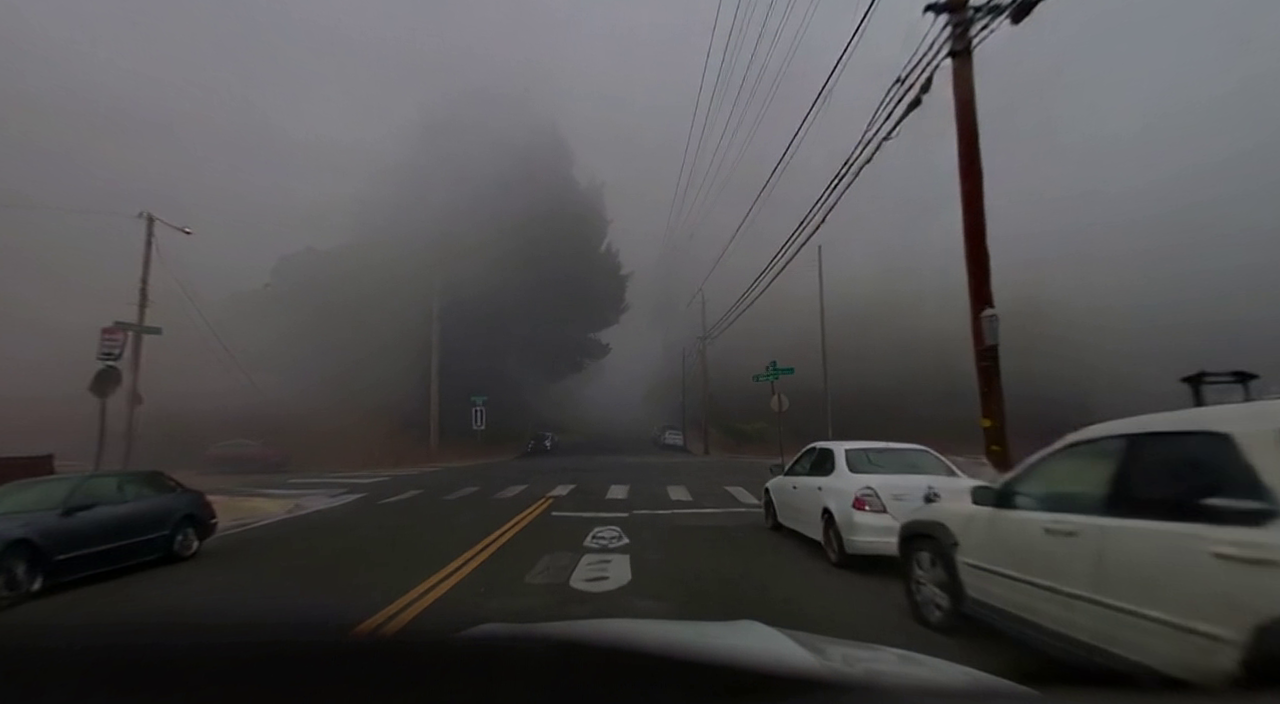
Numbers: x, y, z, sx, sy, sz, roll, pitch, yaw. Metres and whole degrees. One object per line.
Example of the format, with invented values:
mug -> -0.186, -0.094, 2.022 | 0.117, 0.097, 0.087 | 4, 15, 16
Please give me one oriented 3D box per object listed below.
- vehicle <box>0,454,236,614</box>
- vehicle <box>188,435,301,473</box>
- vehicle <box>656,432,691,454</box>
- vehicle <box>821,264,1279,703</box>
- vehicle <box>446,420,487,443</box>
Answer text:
vehicle -> -6.816, 1.893, 7.039 | 1.744, 1.407, 4.529 | 0, -8, -2
vehicle -> -19.297, 4.981, 30.999 | 4.181, 1.742, 1.945 | 1, -9, -10
vehicle -> 2.420, 6.684, 46.302 | 2.120, 1.487, 4.360 | 0, -8, -3
vehicle -> 3.205, 0.965, 3.868 | 2.375, 1.945, 5.670 | 0, -8, -1
vehicle -> -13.643, 6.315, 49.843 | 1.992, 1.678, 4.658 | 0, -8, -1
